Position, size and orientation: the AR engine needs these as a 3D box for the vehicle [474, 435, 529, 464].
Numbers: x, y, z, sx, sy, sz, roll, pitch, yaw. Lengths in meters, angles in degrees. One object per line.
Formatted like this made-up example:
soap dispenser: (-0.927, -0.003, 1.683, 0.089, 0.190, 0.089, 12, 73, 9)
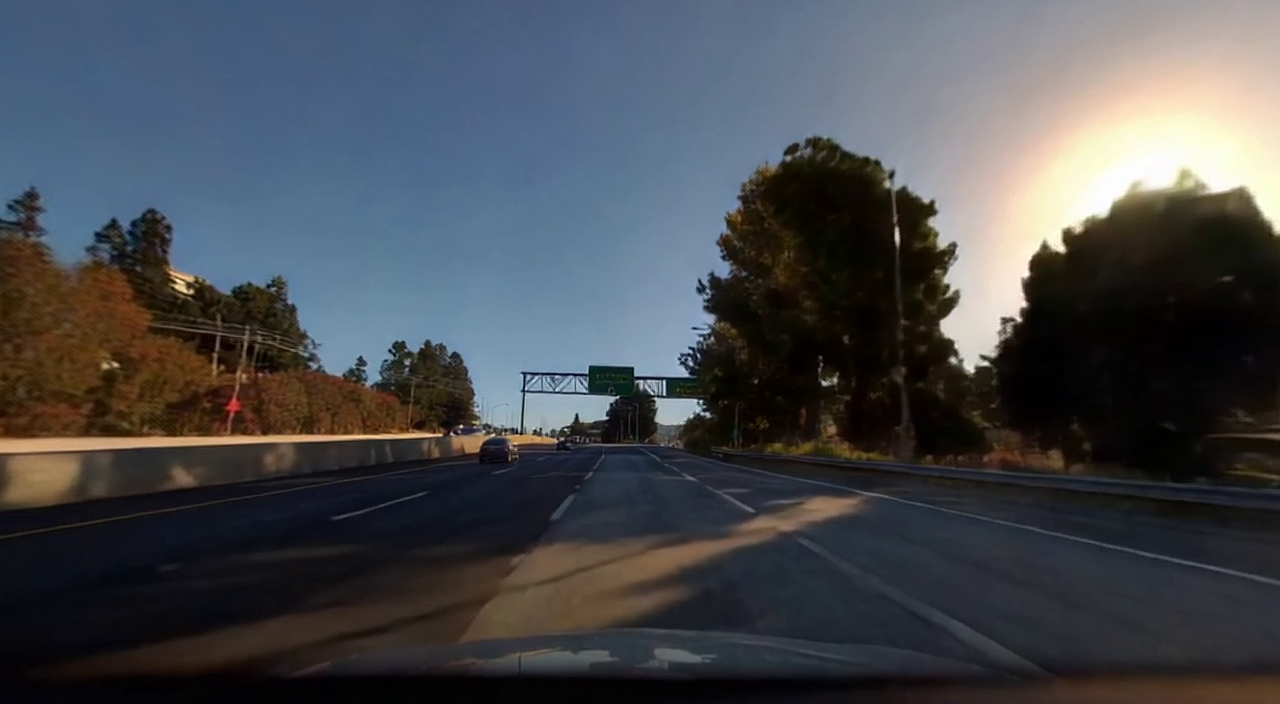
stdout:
vehicle: (-7.589, 5.394, 35.019, 2.025, 1.494, 4.495, 0, -8, 0)
